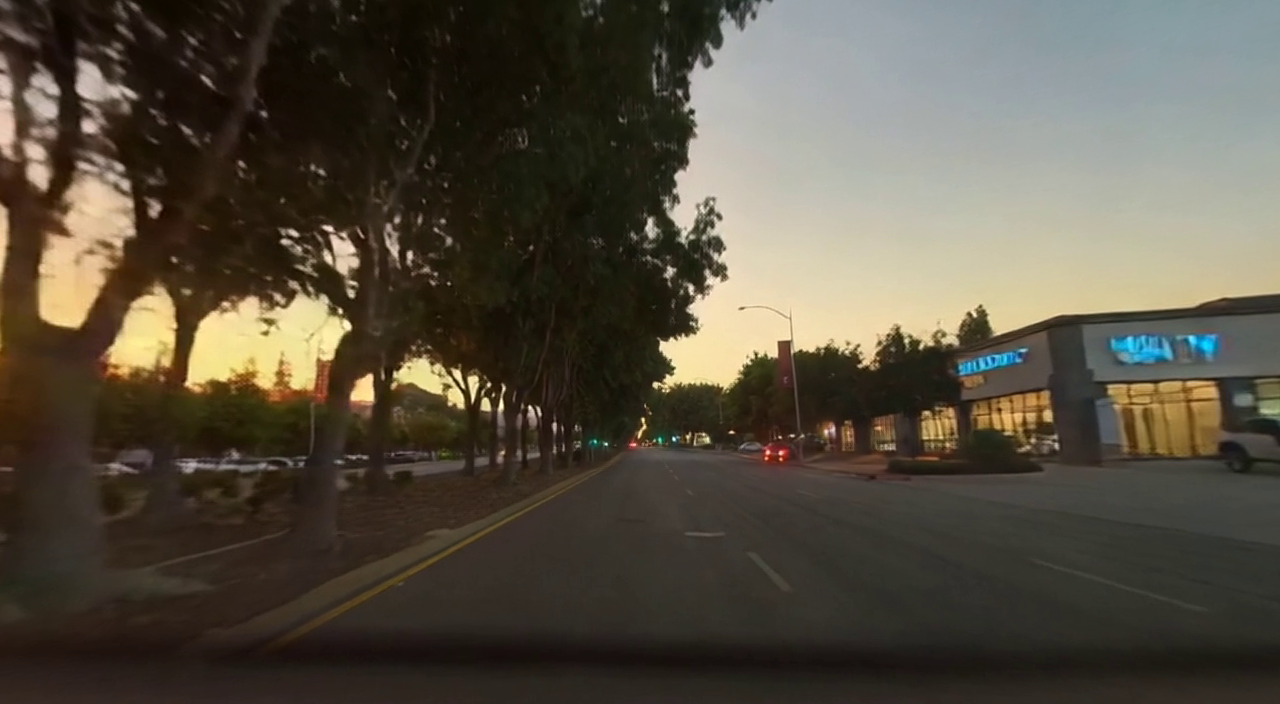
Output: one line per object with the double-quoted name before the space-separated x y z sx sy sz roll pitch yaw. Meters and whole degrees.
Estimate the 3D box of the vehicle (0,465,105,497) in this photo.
"vehicle" -31.235 6.755 33.111 4.320 1.463 1.827 4 -9 -25
